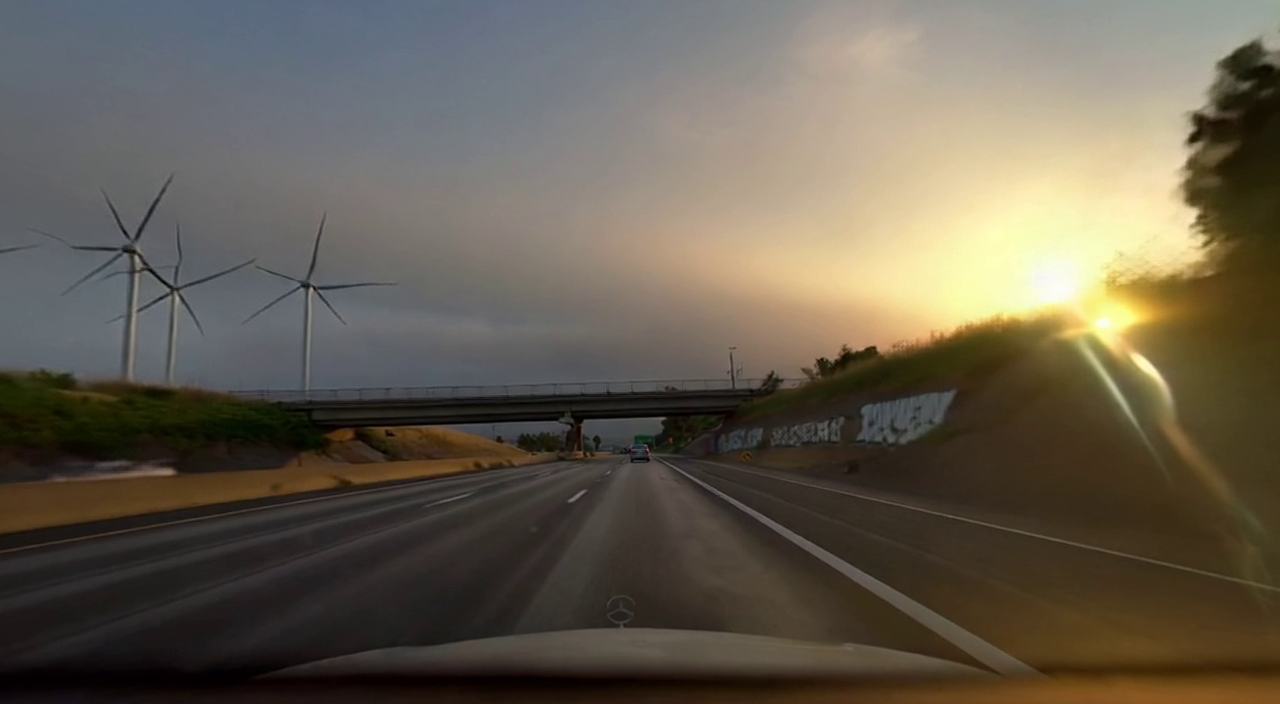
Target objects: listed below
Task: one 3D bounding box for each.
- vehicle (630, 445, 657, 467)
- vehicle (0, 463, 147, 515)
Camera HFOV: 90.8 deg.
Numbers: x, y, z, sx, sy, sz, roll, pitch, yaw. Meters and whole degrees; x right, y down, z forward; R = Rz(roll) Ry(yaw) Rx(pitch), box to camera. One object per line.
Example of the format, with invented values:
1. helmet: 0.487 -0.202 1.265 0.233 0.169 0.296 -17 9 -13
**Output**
1. vehicle: 0.247 7.682 46.608 1.870 1.481 4.234 0 -9 0
2. vehicle: -19.047 4.450 20.956 1.783 1.432 4.354 0 -9 0
